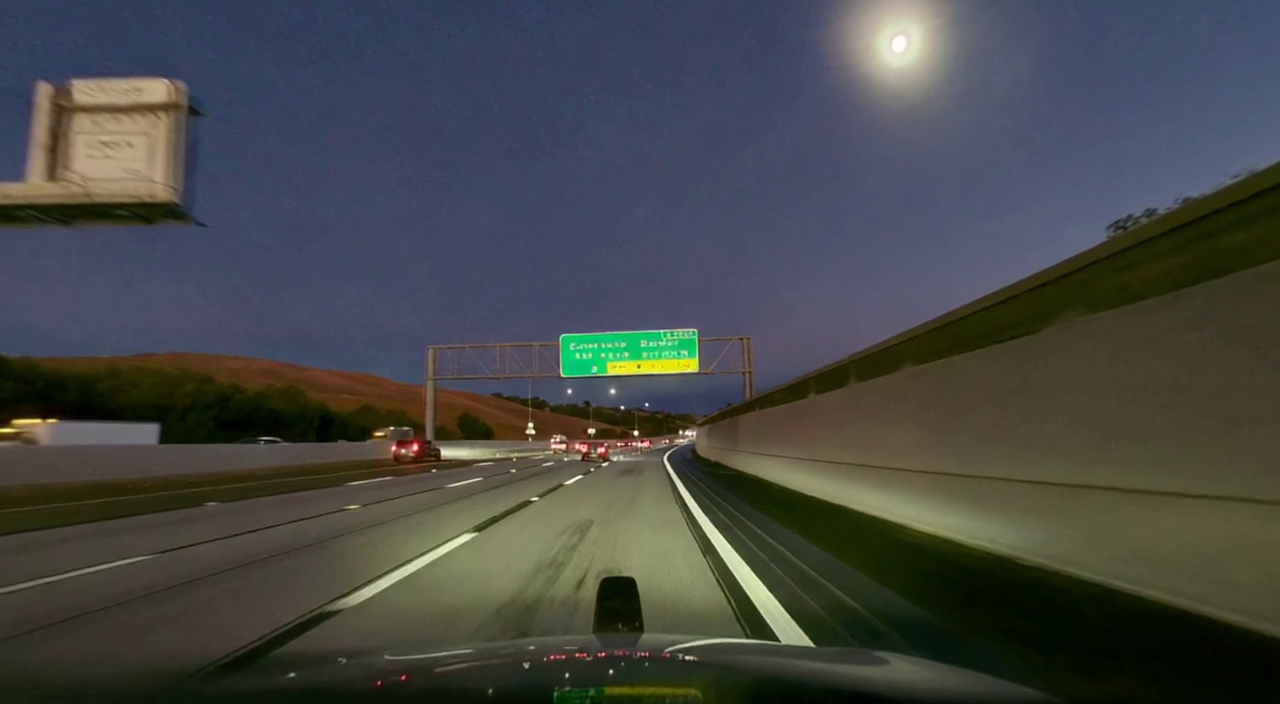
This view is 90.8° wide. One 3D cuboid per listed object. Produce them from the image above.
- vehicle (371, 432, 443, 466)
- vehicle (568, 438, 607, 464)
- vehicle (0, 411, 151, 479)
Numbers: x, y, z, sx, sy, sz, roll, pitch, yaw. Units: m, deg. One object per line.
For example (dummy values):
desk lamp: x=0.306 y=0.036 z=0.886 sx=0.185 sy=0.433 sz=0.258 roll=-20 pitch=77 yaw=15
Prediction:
vehicle: x=-13.145 y=5.520 z=35.926 sx=2.076 sy=1.766 sz=4.831 roll=0 pitch=-8 yaw=2
vehicle: x=-3.233 y=6.158 z=39.417 sx=1.931 sy=1.492 sz=4.076 roll=0 pitch=-8 yaw=2
vehicle: x=-29.571 y=4.512 z=30.662 sx=3.067 sy=2.979 sz=10.426 roll=0 pitch=-8 yaw=2
